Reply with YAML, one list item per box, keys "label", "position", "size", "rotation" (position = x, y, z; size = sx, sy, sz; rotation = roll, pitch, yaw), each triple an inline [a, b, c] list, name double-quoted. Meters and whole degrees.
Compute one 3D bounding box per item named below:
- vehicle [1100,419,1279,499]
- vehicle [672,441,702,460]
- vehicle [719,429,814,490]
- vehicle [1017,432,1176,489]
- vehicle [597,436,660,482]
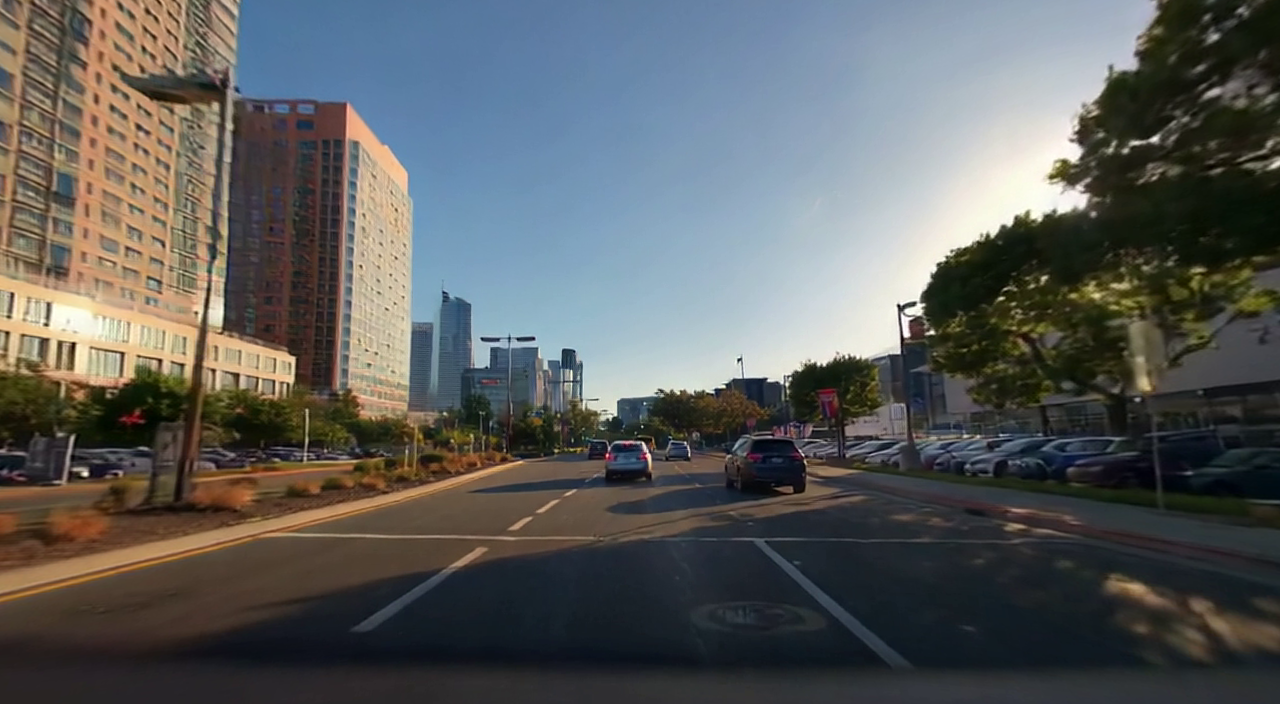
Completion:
- label: "vehicle"
  position: [13.875, 2.628, 15.806]
  size: [4.367, 1.748, 2.007]
  rotation: [4, -10, -29]
- label: "vehicle"
  position: [3.672, 7.779, 49.939]
  size: [2.012, 1.462, 4.400]
  rotation: [0, -8, 0]
- label: "vehicle"
  position: [3.771, 3.282, 19.603]
  size: [2.007, 1.683, 4.171]
  rotation: [0, -8, -1]
- label: "vehicle"
  position: [13.492, 3.147, 18.614]
  size: [4.312, 1.485, 1.995]
  rotation: [4, -9, -28]
- label: "vehicle"
  position: [-0.382, 3.814, 22.779]
  size: [2.059, 1.477, 3.988]
  rotation: [0, -8, 0]
